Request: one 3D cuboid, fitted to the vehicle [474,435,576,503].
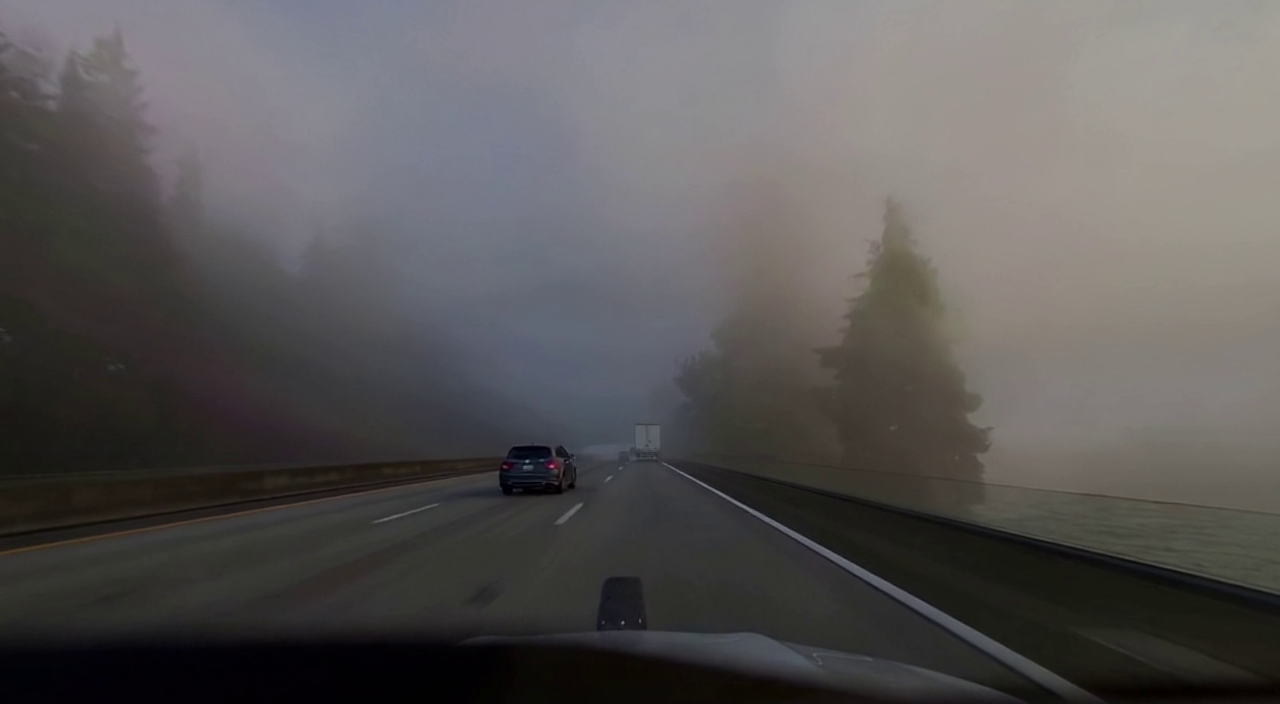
[{"bbox_3d":[-3.100,3.275,18.073,2.017,1.680,4.636,0,-9,1],"label":"vehicle"}]
